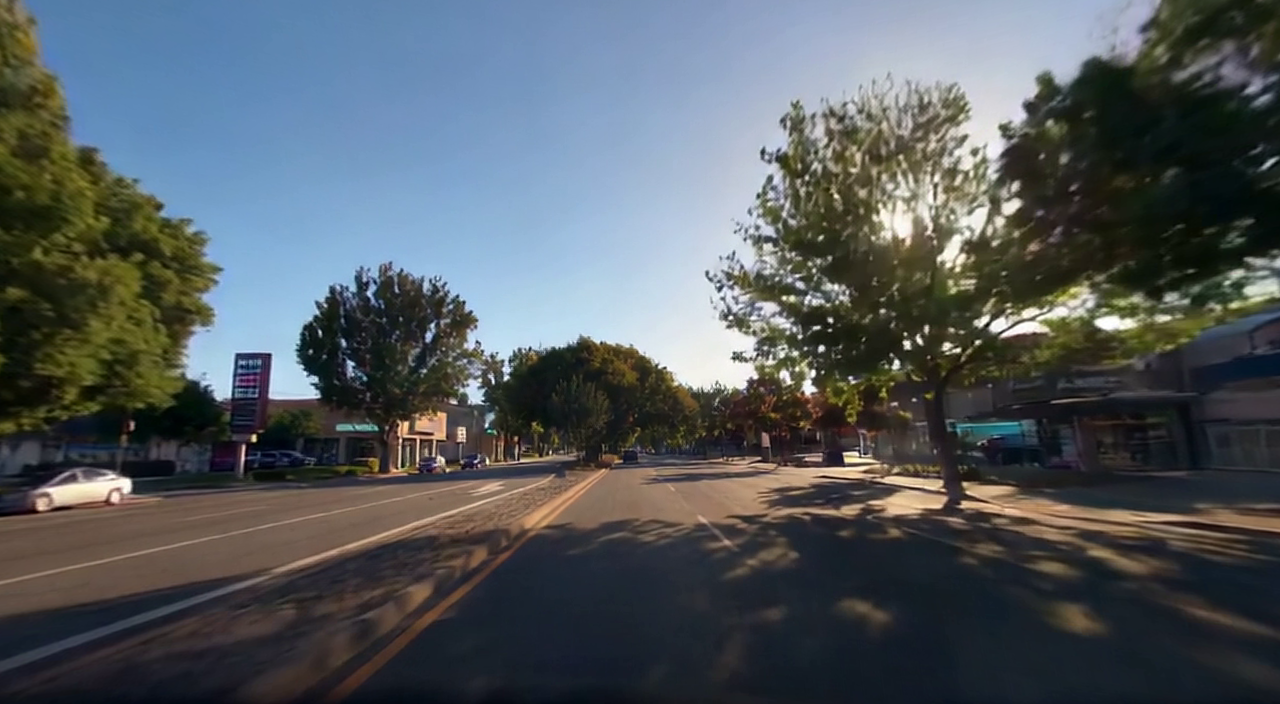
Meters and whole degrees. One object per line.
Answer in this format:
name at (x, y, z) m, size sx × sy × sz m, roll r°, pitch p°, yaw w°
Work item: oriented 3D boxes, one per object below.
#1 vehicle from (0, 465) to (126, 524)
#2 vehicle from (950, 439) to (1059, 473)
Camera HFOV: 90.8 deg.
vehicle at (-19.002, 4.425, 19.939) m, size 1.831 × 1.528 × 4.605 m, roll -1°, pitch -9°, yaw -3°
vehicle at (21.109, 6.082, 37.072) m, size 2.480 × 1.766 × 6.529 m, roll 0°, pitch -9°, yaw 0°
